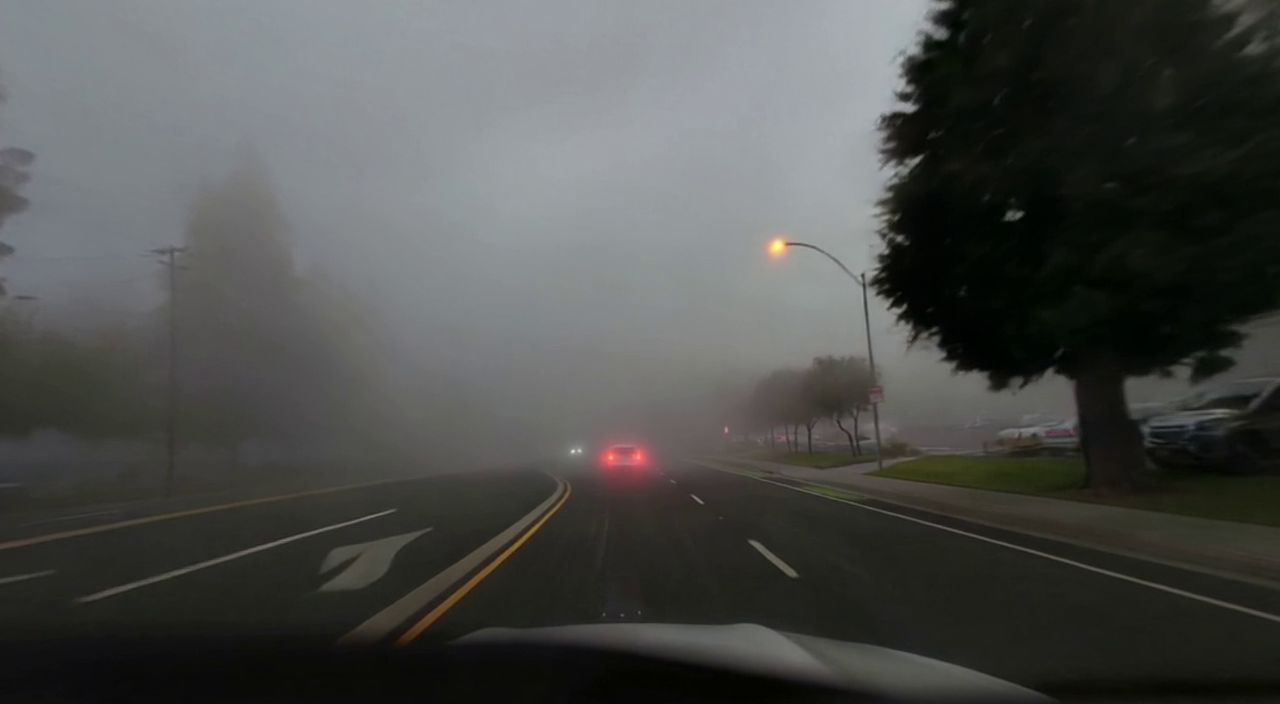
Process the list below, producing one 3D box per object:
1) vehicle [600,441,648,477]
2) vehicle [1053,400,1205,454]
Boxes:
[{"bbox_3d":[-0.793,5.208,30.926,2.181,1.639,4.127,0,-9,-2],"label":"vehicle"},{"bbox_3d":[16.943,2.603,22.023,3.864,1.527,1.674,-4,-7,-3],"label":"vehicle"}]
